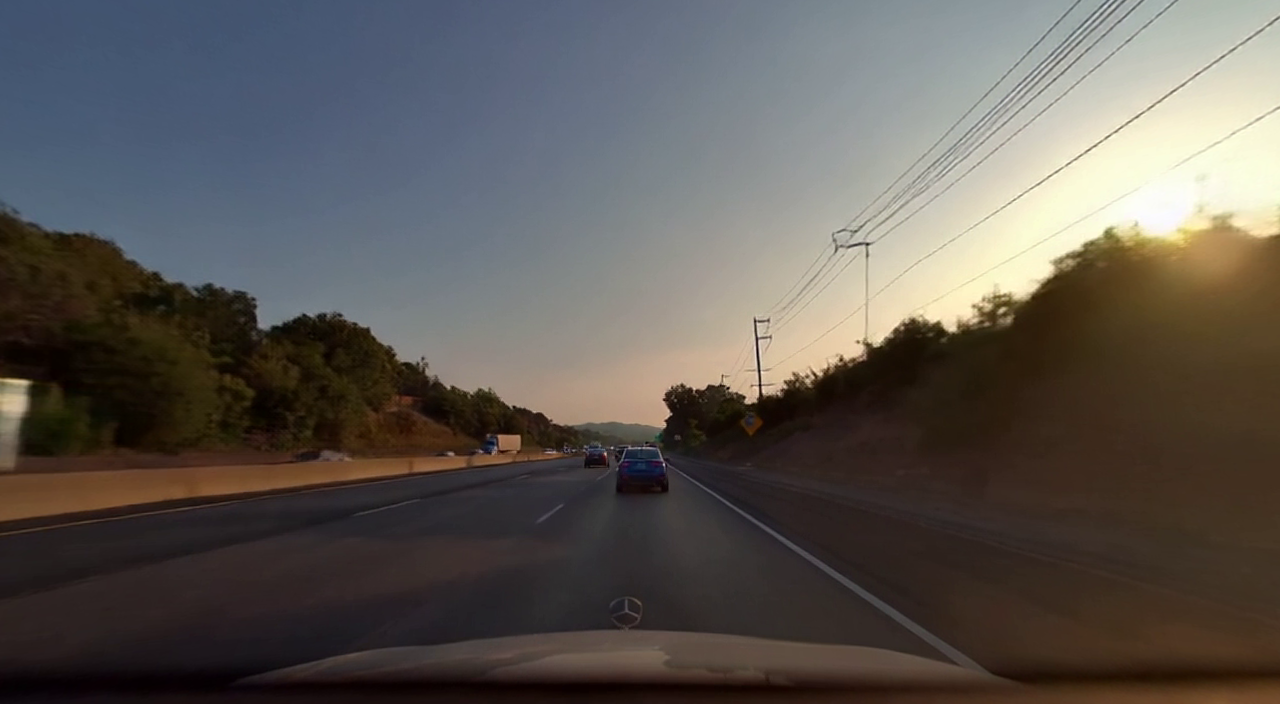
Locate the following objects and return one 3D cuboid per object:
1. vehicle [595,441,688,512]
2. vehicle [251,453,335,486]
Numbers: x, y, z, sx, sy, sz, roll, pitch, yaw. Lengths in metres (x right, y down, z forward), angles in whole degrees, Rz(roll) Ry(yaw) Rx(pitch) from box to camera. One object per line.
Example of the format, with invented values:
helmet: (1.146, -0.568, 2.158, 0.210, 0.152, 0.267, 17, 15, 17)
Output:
vehicle: (0.003, 2.984, 15.568, 1.966, 1.499, 4.298, 0, -9, -1)
vehicle: (-15.648, 5.291, 28.618, 1.758, 1.382, 3.416, 0, -9, 1)
